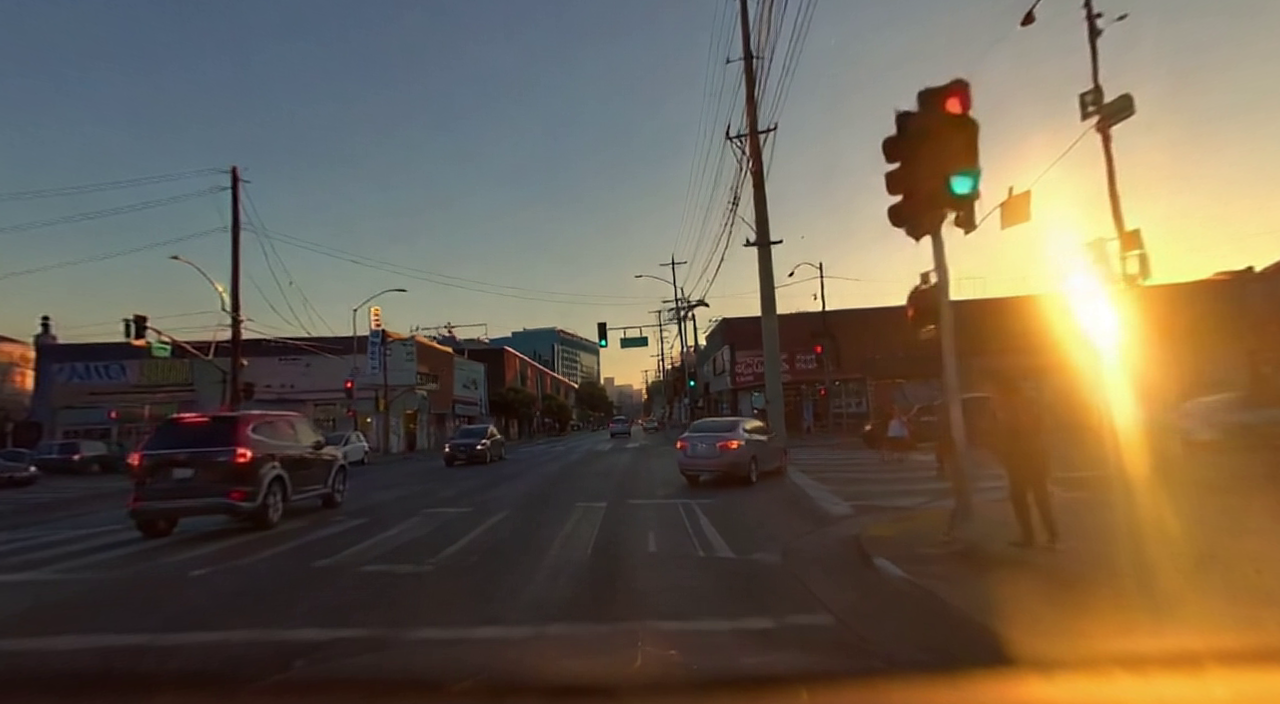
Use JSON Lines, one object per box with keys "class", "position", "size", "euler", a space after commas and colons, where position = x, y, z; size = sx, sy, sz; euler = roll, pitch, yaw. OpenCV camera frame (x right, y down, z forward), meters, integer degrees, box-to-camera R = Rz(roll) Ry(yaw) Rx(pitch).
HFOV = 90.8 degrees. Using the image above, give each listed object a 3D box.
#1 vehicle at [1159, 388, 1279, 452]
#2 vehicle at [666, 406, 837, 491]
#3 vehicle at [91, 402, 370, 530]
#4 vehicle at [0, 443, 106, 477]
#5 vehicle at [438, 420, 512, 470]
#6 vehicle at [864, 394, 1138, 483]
{"class": "vehicle", "position": [18.884, 2.030, 19.228], "size": [4.478, 1.749, 2.161], "euler": [-1, -7, -9]}
{"class": "vehicle", "position": [2.552, 1.955, 13.616], "size": [2.059, 1.497, 4.260], "euler": [-5, -7, 33]}
{"class": "vehicle", "position": [-6.573, 1.848, 10.896], "size": [2.063, 1.751, 4.229], "euler": [0, -7, -2]}
{"class": "vehicle", "position": [-34.664, 6.326, 37.287], "size": [4.492, 1.880, 1.879], "euler": [0, -7, -1]}
{"class": "vehicle", "position": [-5.513, 3.034, 20.999], "size": [2.097, 1.457, 4.439], "euler": [2, -8, -16]}
{"class": "vehicle", "position": [7.479, 1.766, 13.351], "size": [4.714, 1.686, 1.973], "euler": [1, -6, -8]}
